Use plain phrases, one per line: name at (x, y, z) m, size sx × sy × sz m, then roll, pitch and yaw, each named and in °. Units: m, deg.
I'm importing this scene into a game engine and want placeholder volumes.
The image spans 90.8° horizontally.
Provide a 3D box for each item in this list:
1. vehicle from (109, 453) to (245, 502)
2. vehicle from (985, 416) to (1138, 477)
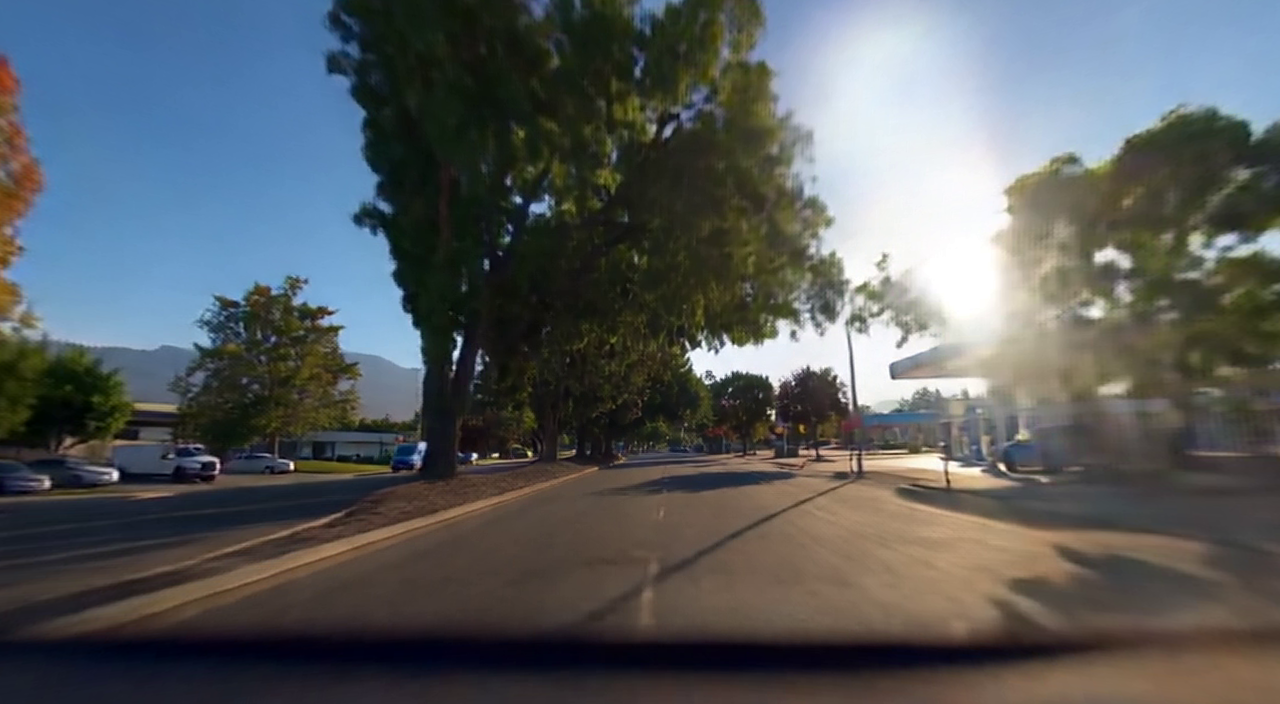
vehicle at (-19.476, 5.251, 26.921) m, size 1.988 × 1.785 × 4.802 m, roll -1°, pitch -8°, yaw 2°
vehicle at (14.508, 3.301, 22.183) m, size 2.108 × 1.877 × 4.807 m, roll -1°, pitch -8°, yaw 2°
